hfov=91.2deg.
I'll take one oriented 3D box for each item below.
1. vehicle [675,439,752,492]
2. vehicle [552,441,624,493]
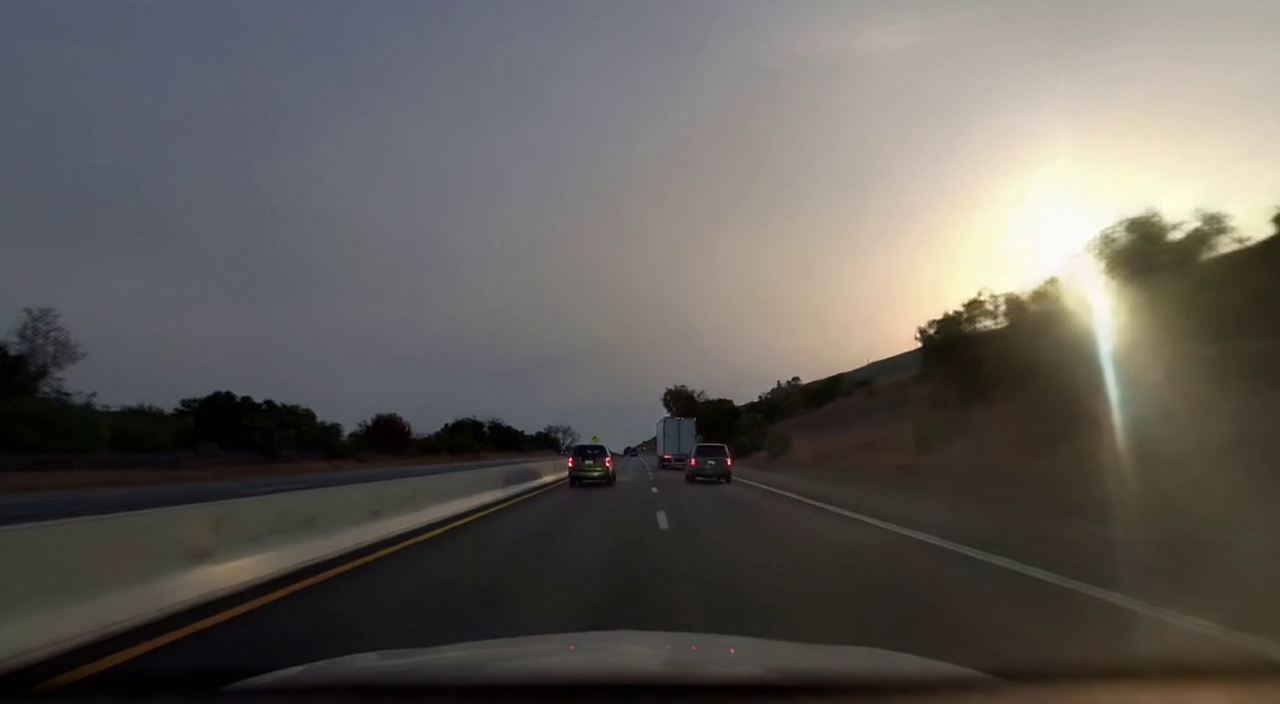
[{"bbox_3d":[2.497,4.010,22.427,2.230,1.715,4.243,0,-9,0],"label":"vehicle"},{"bbox_3d":[-1.728,4.060,22.461,2.181,1.653,4.691,0,-9,0],"label":"vehicle"}]
